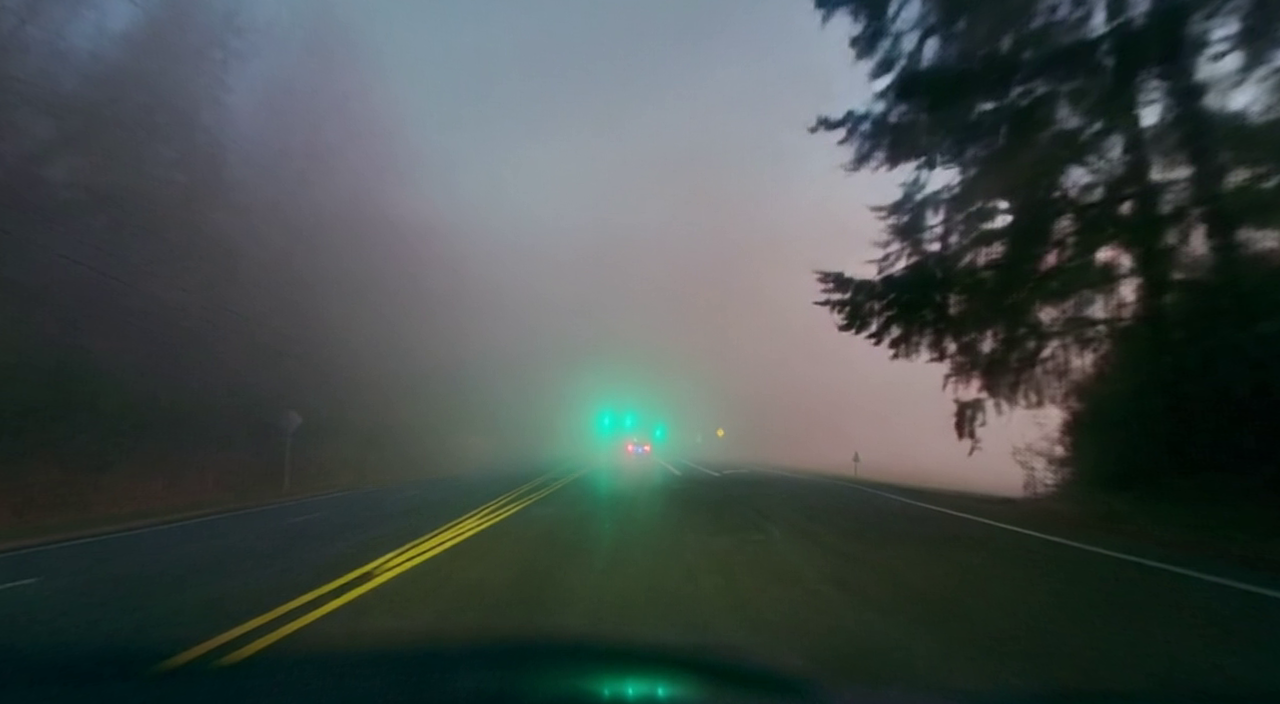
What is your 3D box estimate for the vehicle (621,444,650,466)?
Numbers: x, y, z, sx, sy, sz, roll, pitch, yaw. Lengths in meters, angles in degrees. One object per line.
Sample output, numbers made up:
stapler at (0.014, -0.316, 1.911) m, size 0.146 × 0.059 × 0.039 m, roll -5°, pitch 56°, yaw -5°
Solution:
vehicle at (-0.310, 7.384, 45.588) m, size 2.042 × 1.489 × 3.963 m, roll 0°, pitch -9°, yaw 0°
